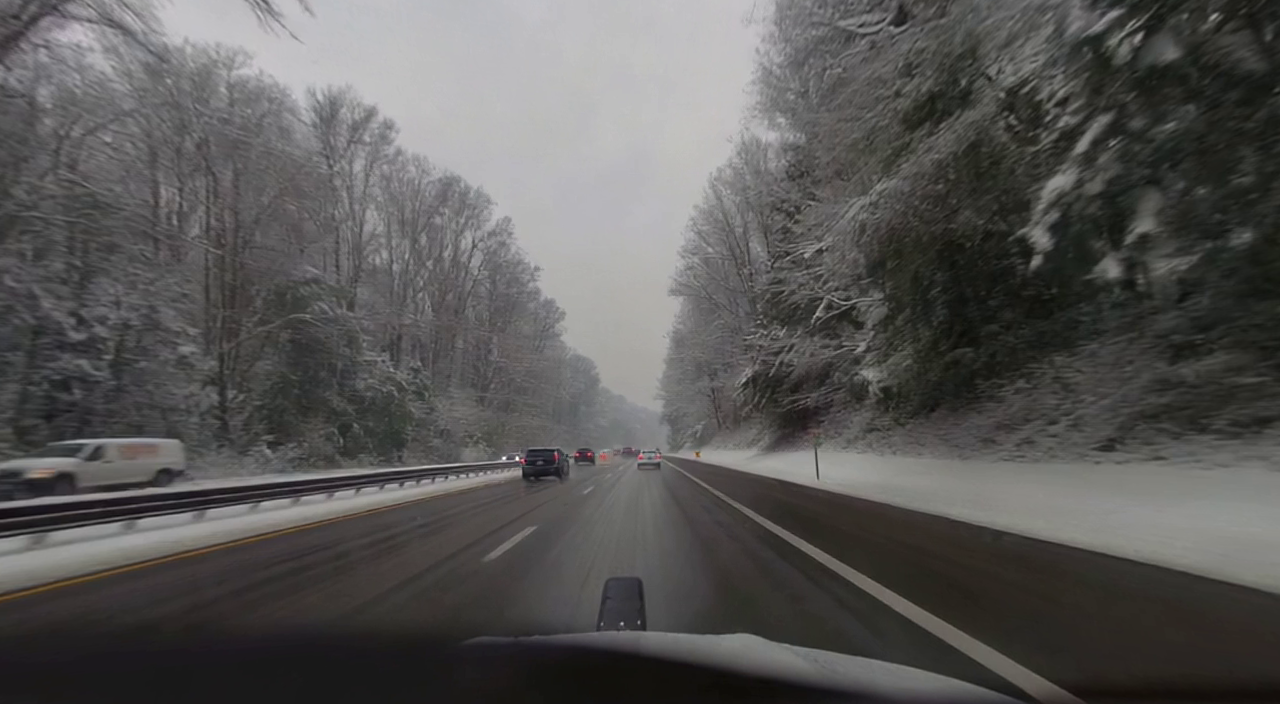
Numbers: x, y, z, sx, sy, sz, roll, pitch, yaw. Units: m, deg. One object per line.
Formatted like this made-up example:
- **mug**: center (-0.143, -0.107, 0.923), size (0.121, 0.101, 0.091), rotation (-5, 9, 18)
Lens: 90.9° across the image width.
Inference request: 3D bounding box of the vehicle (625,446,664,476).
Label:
- **vehicle**: center (0.220, 5.817, 33.737), size (2.001, 1.490, 3.914), rotation (0, -9, 0)

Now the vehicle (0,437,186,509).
- **vehicle**: center (-16.378, 3.519, 18.784), size (2.052, 1.835, 4.760), rotation (0, -9, 0)

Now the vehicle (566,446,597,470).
- **vehicle**: center (-4.132, 7.555, 45.063), size (1.834, 1.615, 3.624), rotation (0, -9, 1)

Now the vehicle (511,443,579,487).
- **vehicle**: center (-3.554, 4.306, 24.218), size (1.978, 1.538, 3.755), rotation (0, -9, 1)
